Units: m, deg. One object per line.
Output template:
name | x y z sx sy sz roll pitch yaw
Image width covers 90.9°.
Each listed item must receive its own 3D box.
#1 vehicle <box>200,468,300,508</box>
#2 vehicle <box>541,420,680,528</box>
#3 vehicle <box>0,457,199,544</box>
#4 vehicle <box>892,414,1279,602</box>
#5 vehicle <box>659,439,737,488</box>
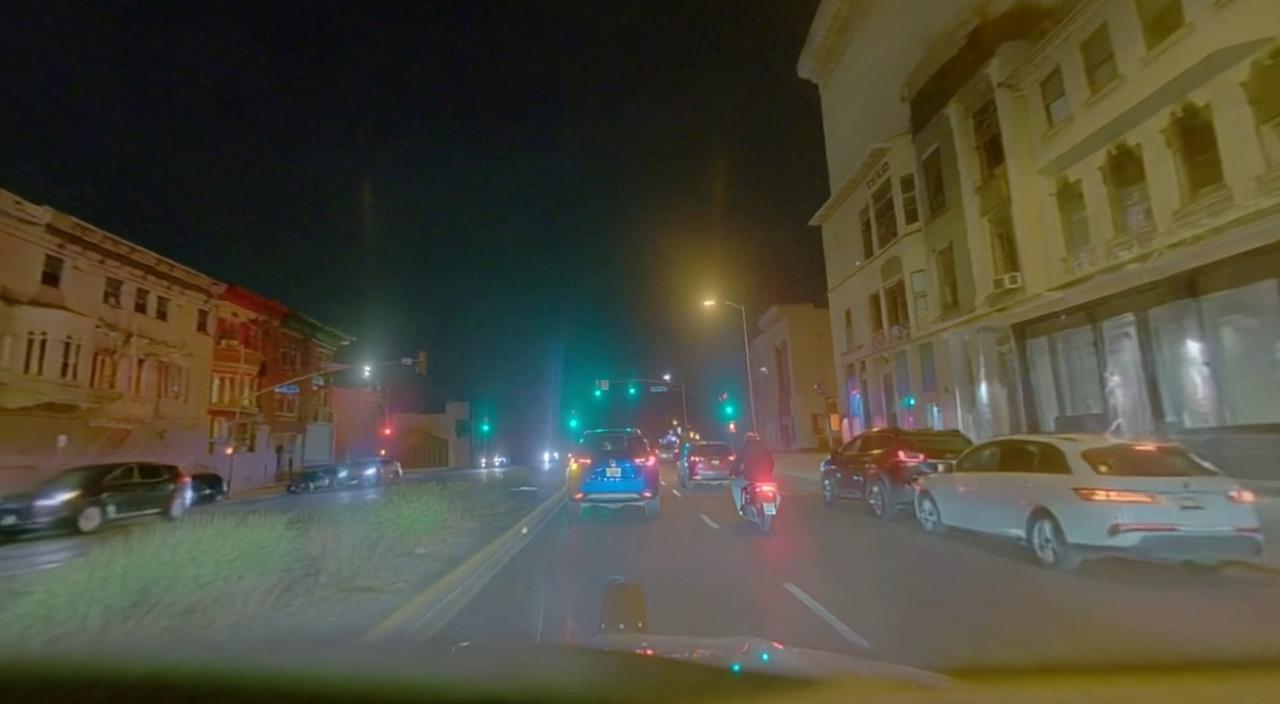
vehicle | -18.427 6.404 30.082 2.038 1.607 4.348 1 -9 -2
vehicle | -0.522 2.314 12.483 2.265 1.748 4.130 0 -9 -1
vehicle | -14.315 3.717 16.494 2.267 1.831 4.702 0 -9 -3
vehicle | 5.044 1.639 7.579 2.012 1.532 4.565 0 -9 -2
vehicle | 1.903 3.857 22.123 2.101 1.507 4.355 0 -9 -3
